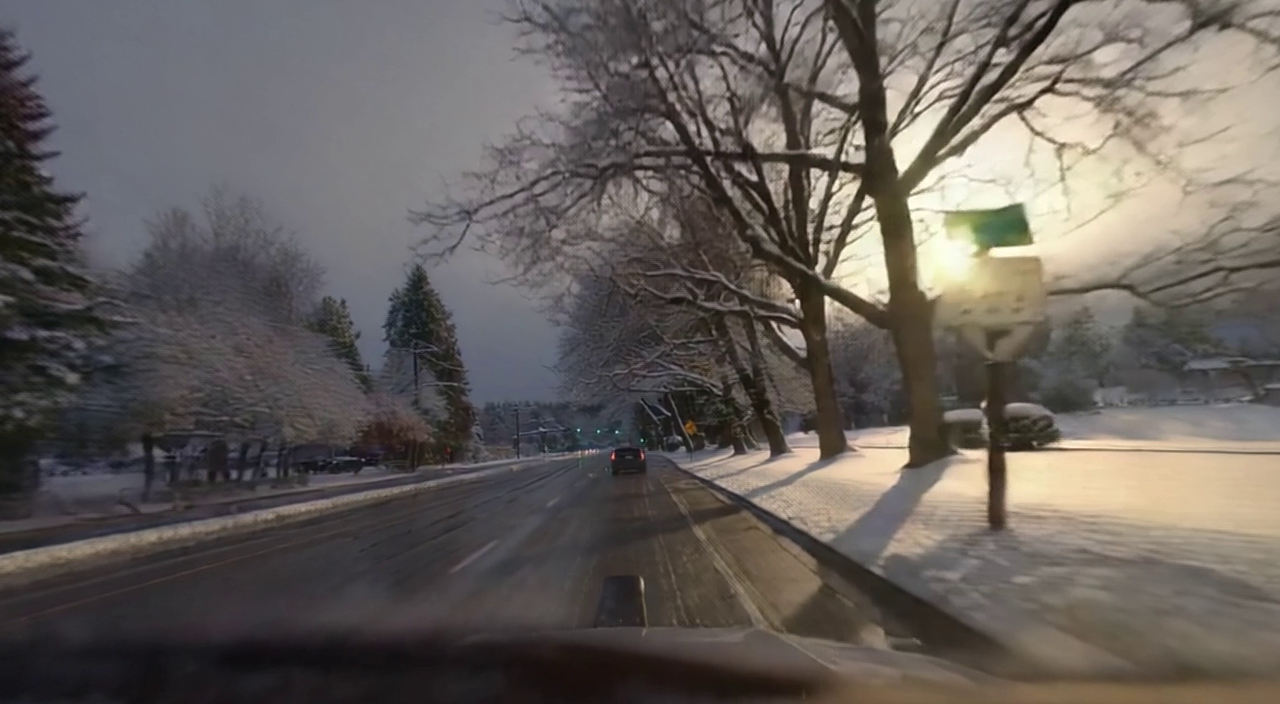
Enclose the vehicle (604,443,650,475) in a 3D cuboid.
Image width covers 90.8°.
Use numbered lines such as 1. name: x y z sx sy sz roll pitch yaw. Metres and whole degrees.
1. vehicle: -0.585 5.308 31.529 2.111 1.466 4.223 -1 -8 2
